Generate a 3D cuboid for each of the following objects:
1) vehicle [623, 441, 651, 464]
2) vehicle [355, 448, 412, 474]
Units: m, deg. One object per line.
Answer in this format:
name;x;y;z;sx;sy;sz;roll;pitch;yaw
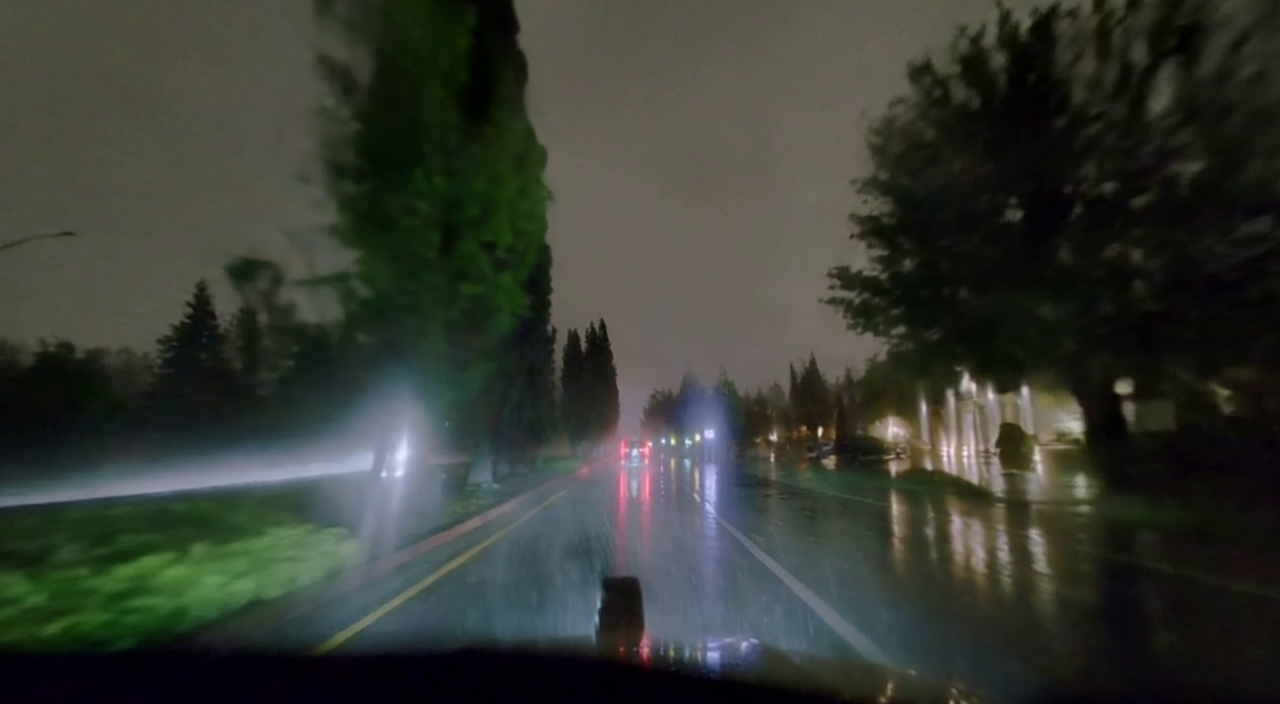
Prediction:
vehicle;-0.238;7.513;47.261;2.016;1.665;3.932;0;-8;-1
vehicle;-17.962;7.638;44.483;1.986;1.649;4.573;0;-8;1
